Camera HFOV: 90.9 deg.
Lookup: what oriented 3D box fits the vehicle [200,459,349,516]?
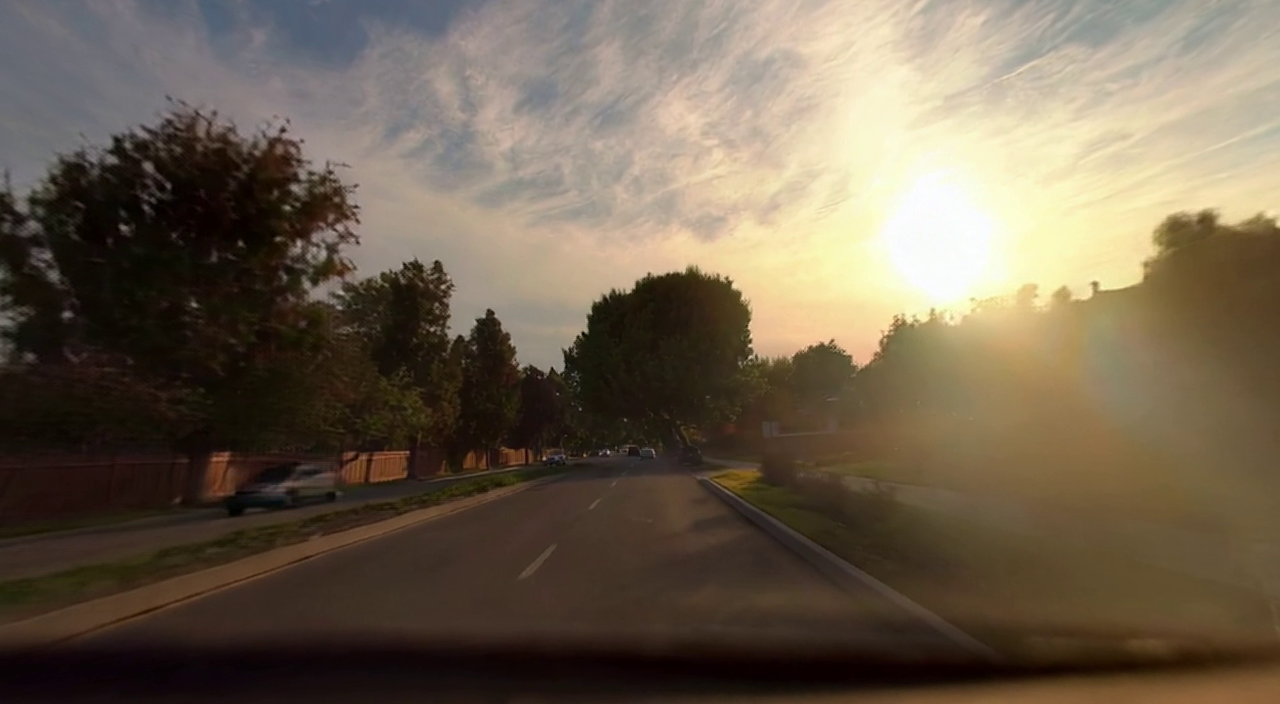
[{"bbox_3d":[-11.628,4.306,20.518,1.947,1.513,4.710,0,-9,1],"label":"vehicle"}]

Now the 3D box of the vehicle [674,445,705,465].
[{"bbox_3d":[3.817,7.959,48.908,2.011,1.507,4.769,0,-9,0],"label":"vehicle"}]
